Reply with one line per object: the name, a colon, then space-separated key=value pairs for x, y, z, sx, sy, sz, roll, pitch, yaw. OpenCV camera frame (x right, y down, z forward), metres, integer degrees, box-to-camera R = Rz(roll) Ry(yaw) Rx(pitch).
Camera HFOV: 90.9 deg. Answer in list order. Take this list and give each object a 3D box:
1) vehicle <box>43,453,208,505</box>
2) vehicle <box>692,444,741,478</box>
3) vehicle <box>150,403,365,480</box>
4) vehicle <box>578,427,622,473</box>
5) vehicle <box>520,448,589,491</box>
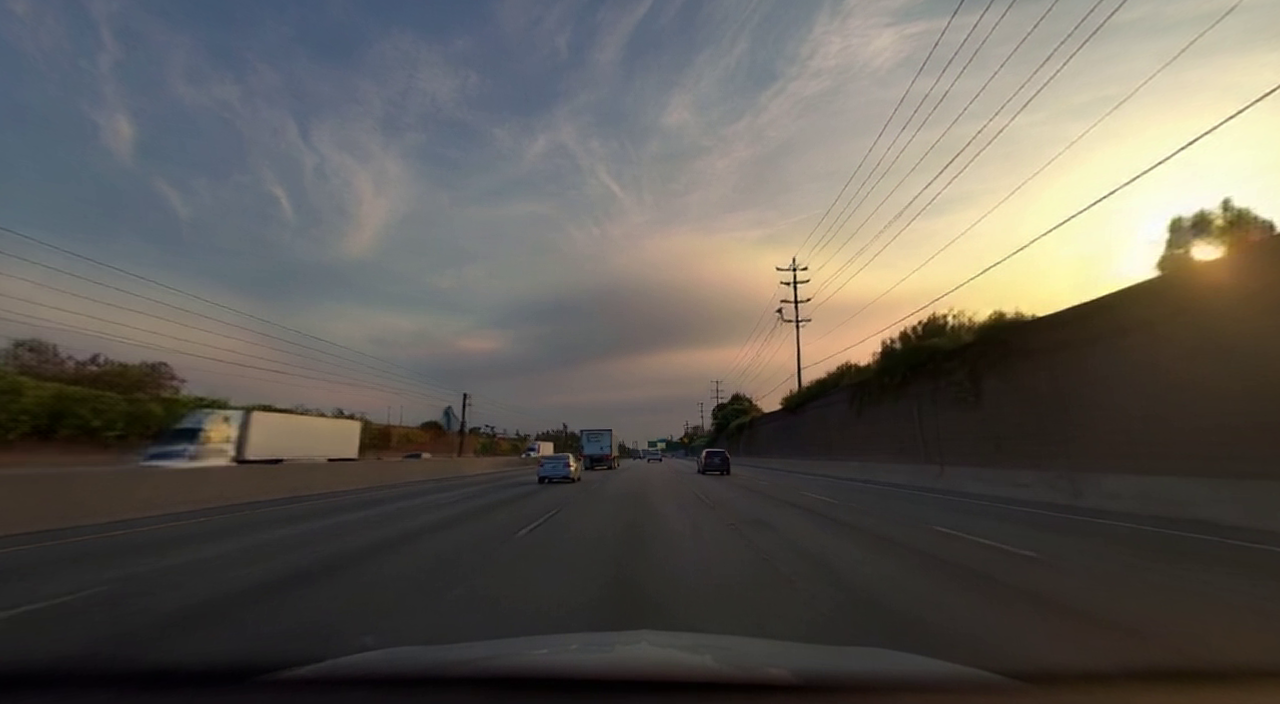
vehicle: x=-15.519 y=3.811 z=19.310 sx=1.773 sy=1.382 sz=3.814 roll=0 pitch=-9 yaw=1
vehicle: x=4.359 y=6.293 z=36.622 sx=2.214 sy=1.799 sz=4.627 roll=0 pitch=-9 yaw=-1
vehicle: x=-23.296 y=5.882 z=40.762 sx=3.102 sy=3.946 sz=16.831 roll=0 pitch=-9 yaw=1
vehicle: x=-2.901 y=7.354 z=47.421 sx=2.632 sy=3.153 sz=6.879 roll=0 pitch=-9 yaw=2
vehicle: x=-3.188 y=4.474 z=24.281 sx=2.004 sy=1.498 sz=4.043 roll=0 pitch=-9 yaw=1
